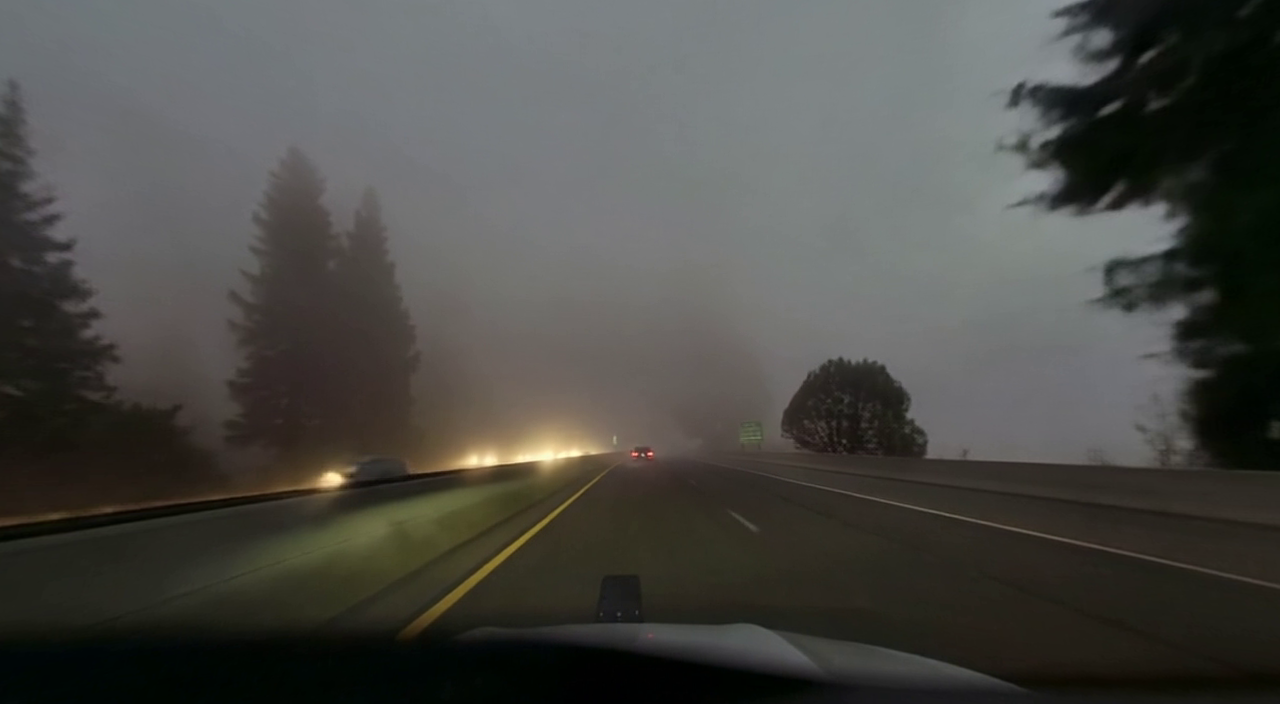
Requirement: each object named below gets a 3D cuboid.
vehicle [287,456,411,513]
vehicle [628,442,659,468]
[{"bbox_3d":[-8.776,4.002,19.332,1.919,1.491,3.932,0,-9,0],"label":"vehicle"},{"bbox_3d":[0.252,7.297,44.465,2.098,1.692,4.038,0,-9,0],"label":"vehicle"}]
